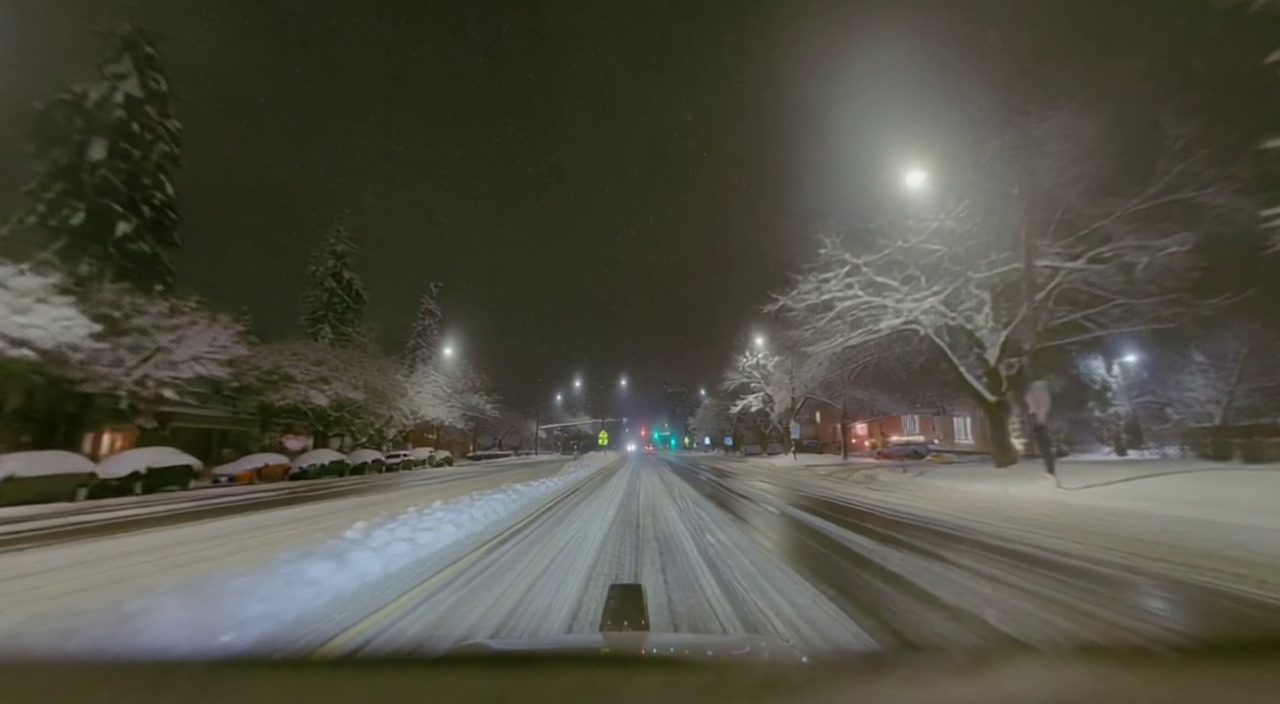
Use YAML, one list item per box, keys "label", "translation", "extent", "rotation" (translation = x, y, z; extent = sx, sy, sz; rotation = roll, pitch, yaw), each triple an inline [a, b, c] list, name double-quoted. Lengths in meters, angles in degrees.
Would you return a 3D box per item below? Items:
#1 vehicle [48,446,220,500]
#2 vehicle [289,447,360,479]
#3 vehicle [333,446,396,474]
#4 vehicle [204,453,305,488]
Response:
- label: "vehicle"
  translation: [-18.013, 4.282, 22.858]
  extent: [2.200, 1.730, 4.886]
  rotation: [0, -8, -1]
- label: "vehicle"
  translation: [-17.950, 6.303, 36.063]
  extent: [1.952, 1.649, 4.414]
  rotation: [0, -8, -3]
- label: "vehicle"
  translation: [-18.068, 7.102, 41.635]
  extent: [2.115, 1.716, 4.900]
  rotation: [0, -8, -2]
- label: "vehicle"
  translation: [-17.990, 5.516, 29.699]
  extent: [1.839, 1.456, 4.507]
  rotation: [0, -8, 0]
